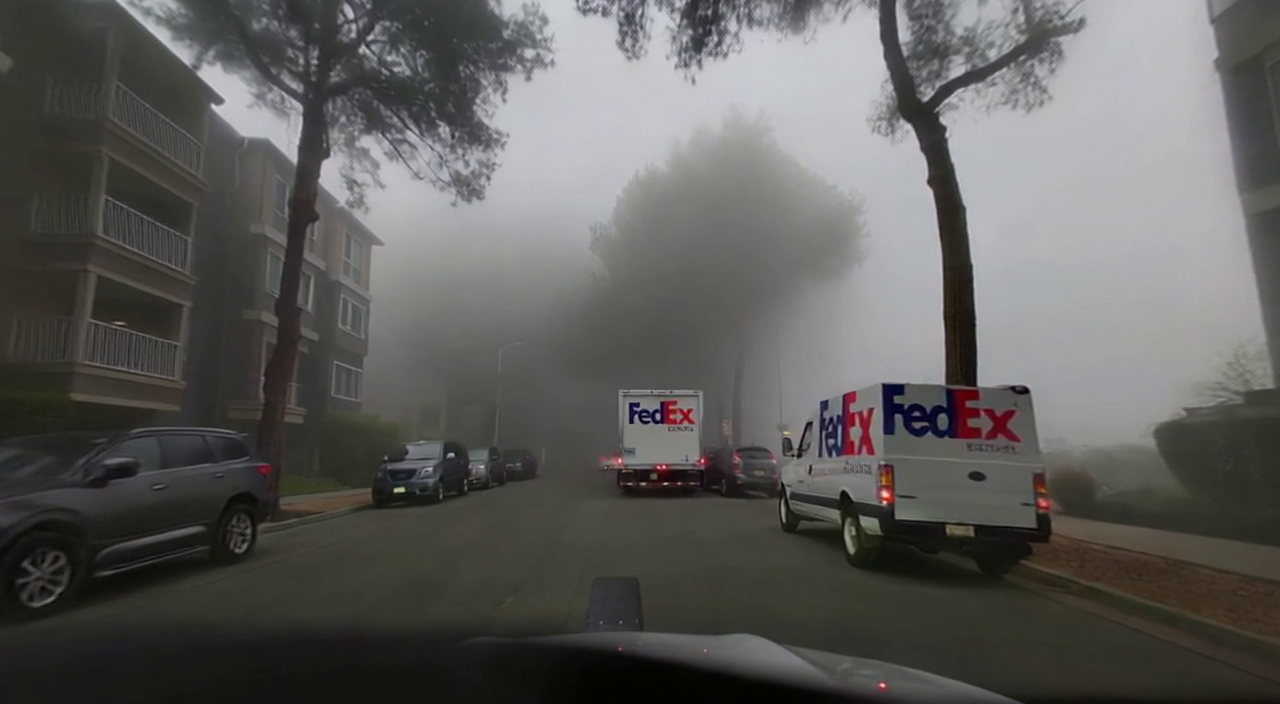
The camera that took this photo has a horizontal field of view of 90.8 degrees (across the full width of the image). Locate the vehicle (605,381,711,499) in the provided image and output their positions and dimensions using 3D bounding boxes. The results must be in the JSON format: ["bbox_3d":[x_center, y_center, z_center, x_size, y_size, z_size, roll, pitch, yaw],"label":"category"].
[{"bbox_3d":[0.404,3.028,21.647,2.930,3.275,8.180,0,-8,-1],"label":"vehicle"}]

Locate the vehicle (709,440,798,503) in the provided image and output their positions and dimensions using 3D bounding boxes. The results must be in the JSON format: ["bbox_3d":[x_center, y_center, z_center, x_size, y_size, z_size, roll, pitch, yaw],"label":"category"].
[{"bbox_3d":[3.192,3.412,18.512,1.868,1.623,3.815,0,-8,0],"label":"vehicle"}]

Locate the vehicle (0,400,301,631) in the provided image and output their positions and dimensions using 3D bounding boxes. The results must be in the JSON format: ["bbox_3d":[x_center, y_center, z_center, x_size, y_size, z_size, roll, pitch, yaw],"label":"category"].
[{"bbox_3d":[-5.959,1.558,6.898,2.089,1.757,4.256,0,-8,0],"label":"vehicle"}]

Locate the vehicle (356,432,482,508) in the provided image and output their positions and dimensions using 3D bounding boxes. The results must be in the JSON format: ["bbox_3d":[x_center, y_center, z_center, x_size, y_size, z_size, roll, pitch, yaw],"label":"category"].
[{"bbox_3d":[-6.081,3.271,18.091,2.020,1.867,4.654,0,-8,-1],"label":"vehicle"}]

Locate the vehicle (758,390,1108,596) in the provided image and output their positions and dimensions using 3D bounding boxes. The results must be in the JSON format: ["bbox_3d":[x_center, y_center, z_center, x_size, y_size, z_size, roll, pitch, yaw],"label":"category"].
[{"bbox_3d":[3.376,1.774,8.998,2.221,1.991,5.564,0,-8,-1],"label":"vehicle"}]
